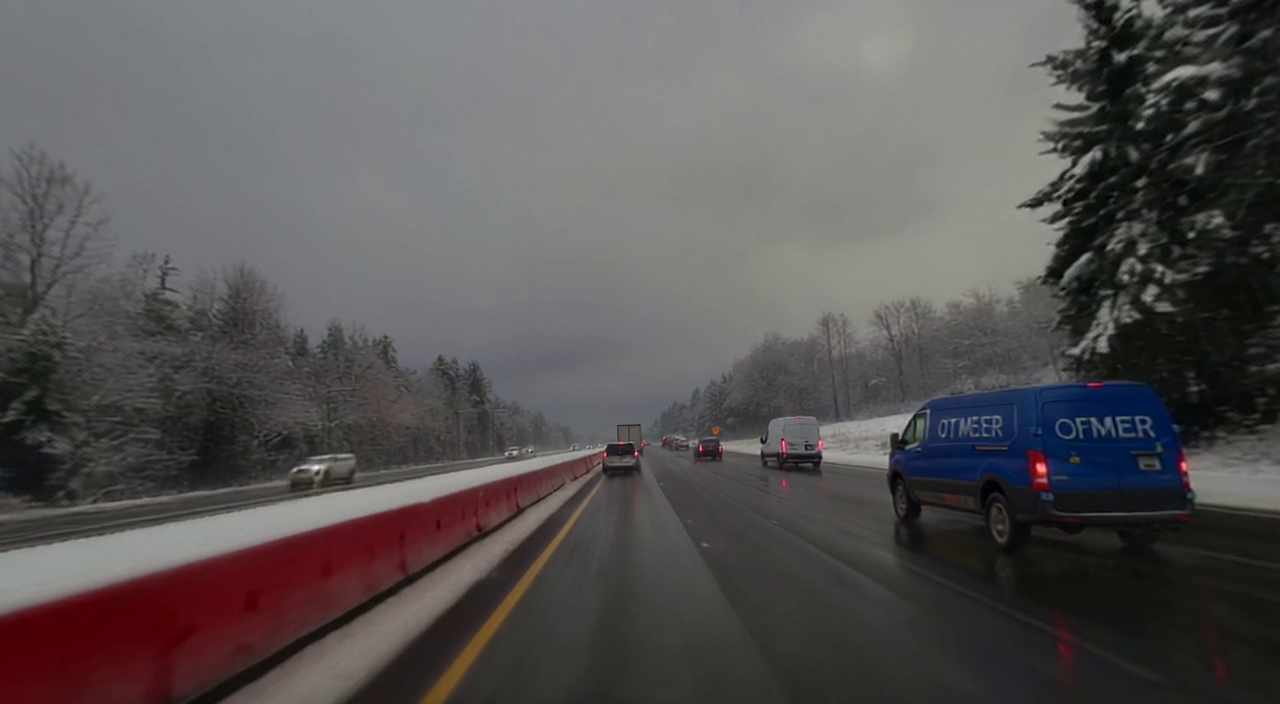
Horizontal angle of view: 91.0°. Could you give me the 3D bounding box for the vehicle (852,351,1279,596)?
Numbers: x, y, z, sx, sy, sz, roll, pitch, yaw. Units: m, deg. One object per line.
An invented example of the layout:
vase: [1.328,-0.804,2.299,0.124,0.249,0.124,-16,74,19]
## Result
vehicle: [4.750,1.346,7.825,2.223,2.008,5.121,0,-8,-2]

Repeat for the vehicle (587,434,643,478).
vehicle: [-0.987,4.175,25.524,2.100,1.636,3.620,0,-8,-2]

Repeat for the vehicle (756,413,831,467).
vehicle: [8.076,4.744,33.842,2.385,2.635,5.633,0,-8,-2]

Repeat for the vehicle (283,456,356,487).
vehicle: [-18.223,6.781,36.034,1.868,1.545,4.470,0,-8,0]

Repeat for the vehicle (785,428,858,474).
vehicle: [8.232,4.509,28.870,2.255,1.960,3.229,0,-8,-1]
